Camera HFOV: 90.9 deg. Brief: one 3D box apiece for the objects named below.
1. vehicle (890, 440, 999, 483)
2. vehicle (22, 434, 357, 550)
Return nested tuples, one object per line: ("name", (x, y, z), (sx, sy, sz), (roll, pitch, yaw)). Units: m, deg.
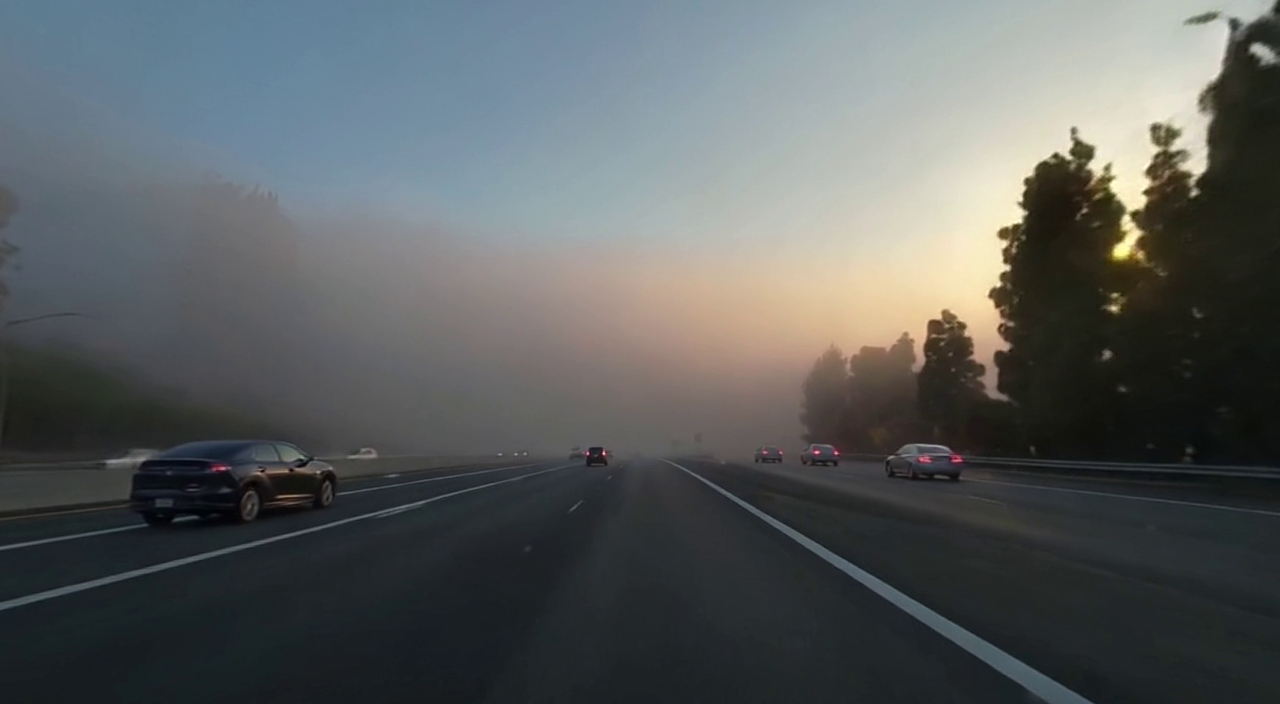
("vehicle", (11.928, 4.309, 25.183), (2.201, 1.535, 4.735), (0, -8, 3))
("vehicle", (-6.820, 2.128, 10.429), (2.038, 1.463, 4.656), (0, -8, 1))
